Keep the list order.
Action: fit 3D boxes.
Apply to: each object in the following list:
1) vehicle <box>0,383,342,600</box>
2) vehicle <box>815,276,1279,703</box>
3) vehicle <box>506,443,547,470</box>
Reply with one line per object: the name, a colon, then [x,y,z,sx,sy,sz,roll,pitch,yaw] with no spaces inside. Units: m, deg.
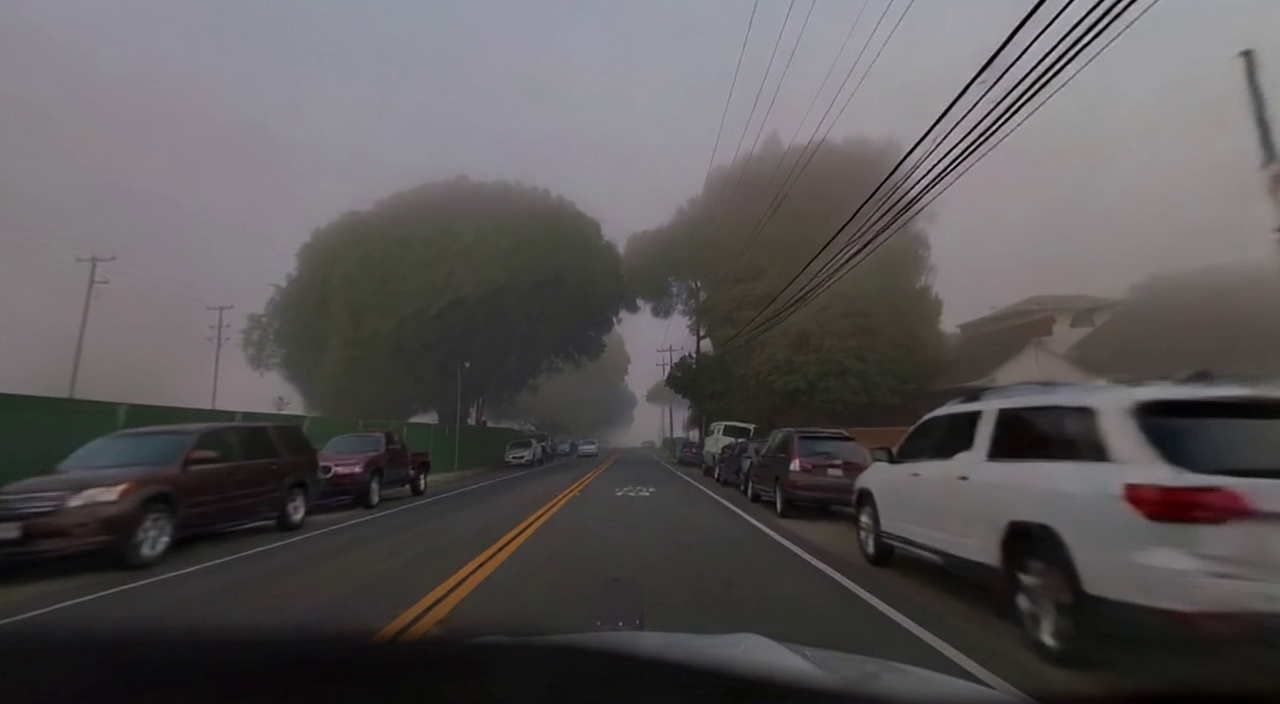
vehicle: [-6.713,1.774,9.060,2.268,2.154,5.321,1,-8,0]
vehicle: [3.291,1.089,5.052,2.053,2.005,5.495,0,-8,-2]
vehicle: [-7.005,6.454,39.356,1.866,1.487,4.416,-1,-8,-2]
